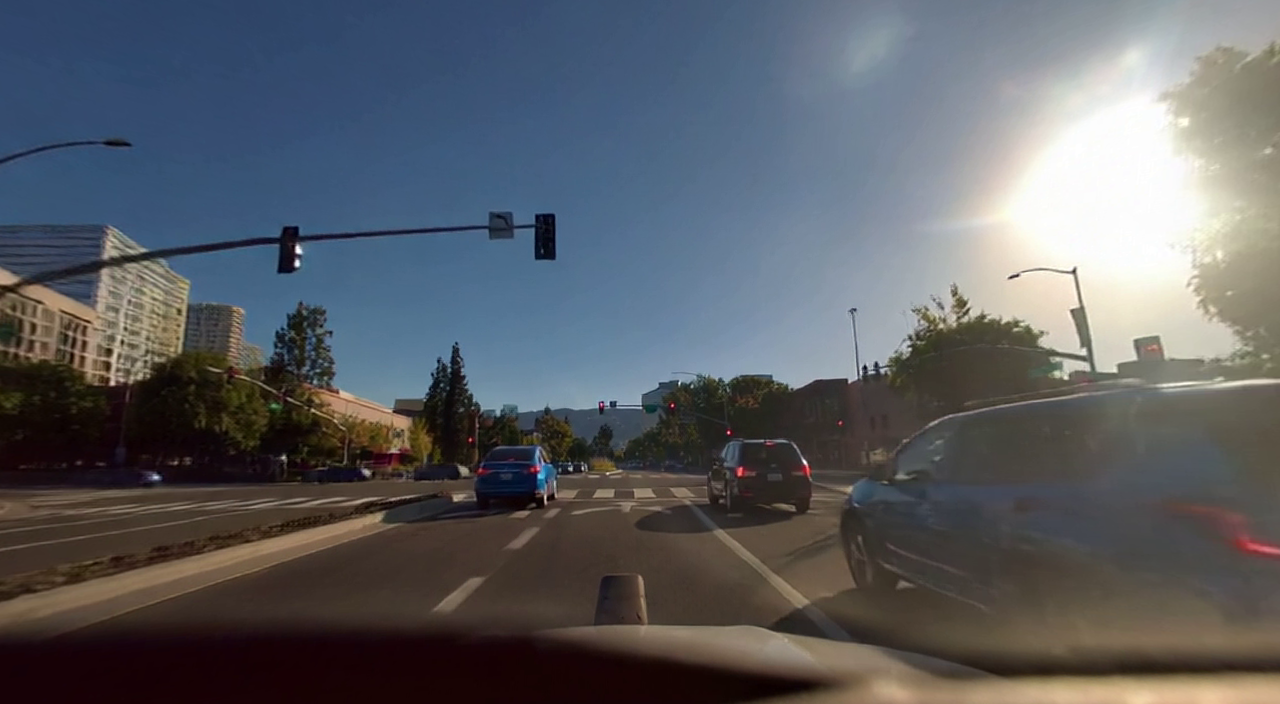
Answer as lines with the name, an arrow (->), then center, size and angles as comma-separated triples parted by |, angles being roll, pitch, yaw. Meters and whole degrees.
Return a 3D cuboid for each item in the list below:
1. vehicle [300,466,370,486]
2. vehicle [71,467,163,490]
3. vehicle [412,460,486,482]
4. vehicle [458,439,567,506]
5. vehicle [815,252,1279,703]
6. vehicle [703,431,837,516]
vehicle -> -23.550, 9.565, 48.844 | 4.461, 1.469, 1.788 | 0, -9, -2
vehicle -> -37.373, 9.054, 45.196 | 4.817, 1.482, 1.829 | 0, -9, -2
vehicle -> -13.973, 8.708, 46.307 | 4.825, 1.483, 1.817 | 0, -9, -2
vehicle -> -3.125, 3.041, 16.336 | 1.969, 1.513, 3.773 | 0, -9, 1
vehicle -> 2.923, 0.895, 3.840 | 2.247, 1.738, 4.818 | 0, -9, -1
vehicle -> 2.816, 2.773, 14.913 | 2.099, 1.671, 4.491 | 0, -9, -1
